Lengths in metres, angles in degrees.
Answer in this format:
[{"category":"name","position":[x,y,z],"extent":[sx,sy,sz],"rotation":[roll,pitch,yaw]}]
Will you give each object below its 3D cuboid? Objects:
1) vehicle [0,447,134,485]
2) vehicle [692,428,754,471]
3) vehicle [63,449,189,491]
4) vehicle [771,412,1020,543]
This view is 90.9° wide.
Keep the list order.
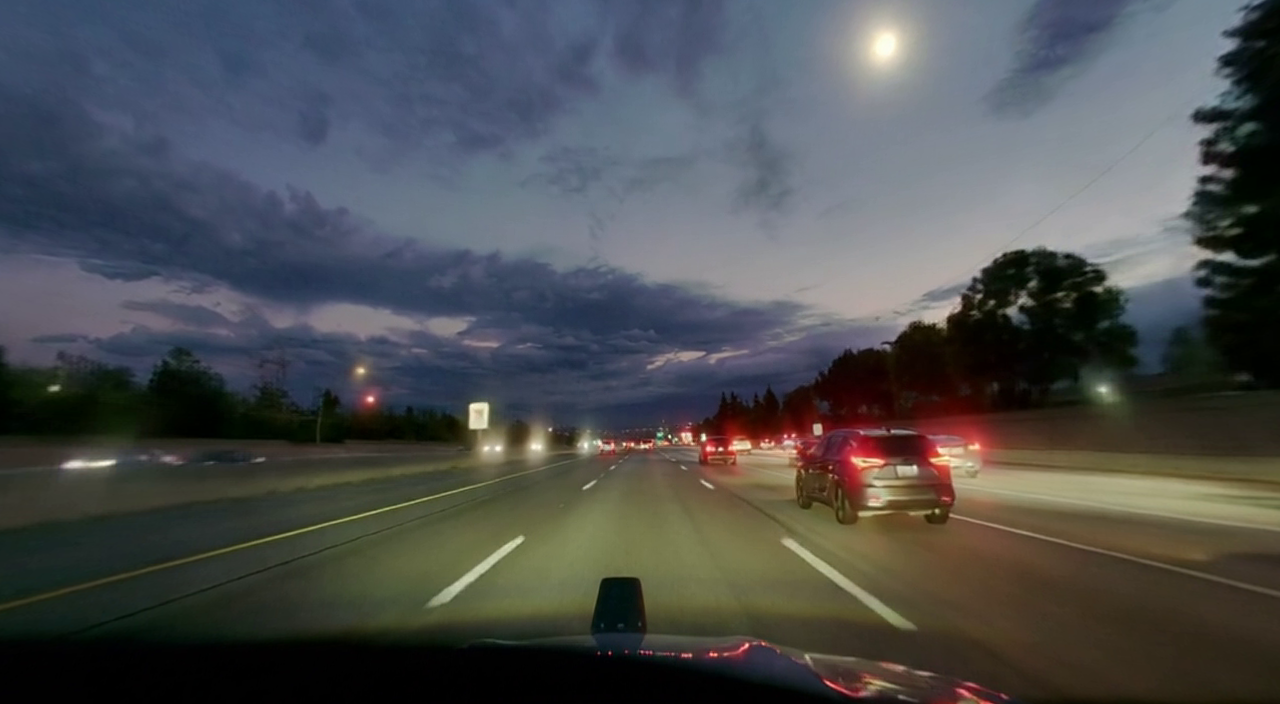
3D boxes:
[{"category":"vehicle","position":[-25.772,5.079,28.476],"extent":[2.049,1.494,4.540],"rotation":[0,-8,1]},{"category":"vehicle","position":[4.138,4.987,32.411],"extent":[2.442,2.022,5.466],"rotation":[0,-8,0]},{"category":"vehicle","position":[-18.990,4.345,23.508],"extent":[1.662,1.396,3.501],"rotation":[0,-8,1]},{"category":"vehicle","position":[3.697,1.906,10.240],"extent":[2.146,1.639,4.475],"rotation":[0,-8,0]}]
